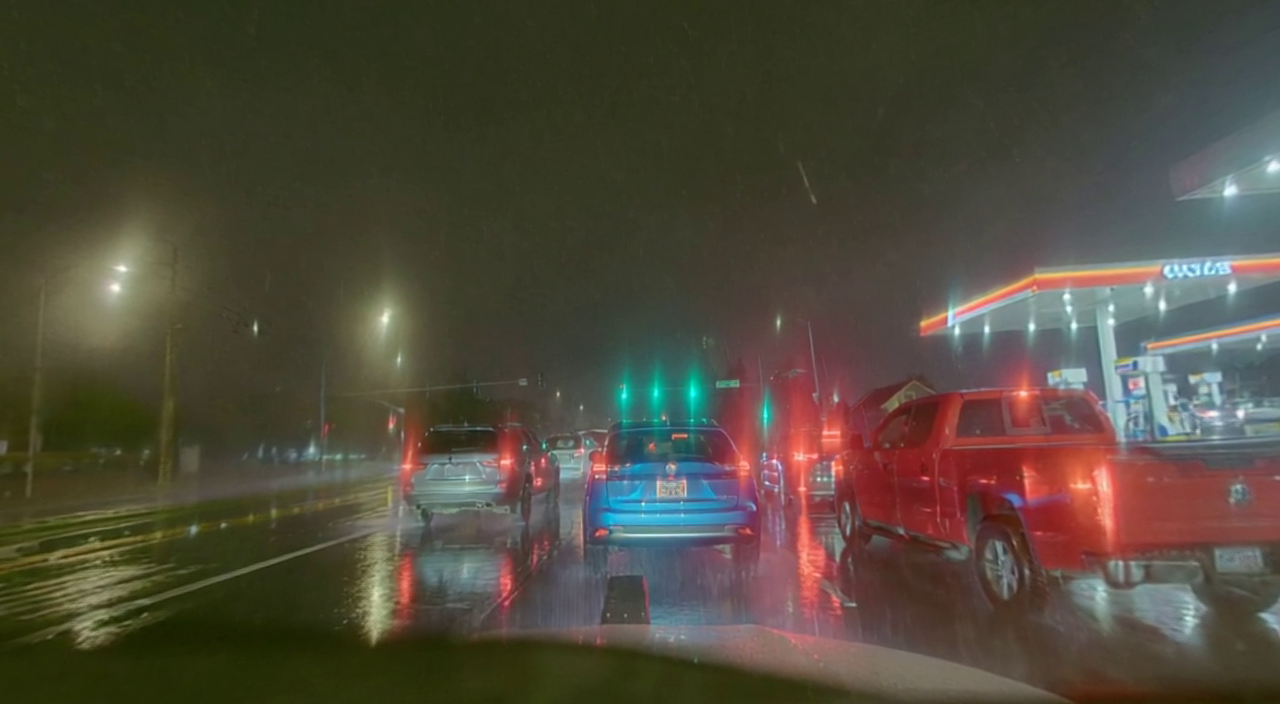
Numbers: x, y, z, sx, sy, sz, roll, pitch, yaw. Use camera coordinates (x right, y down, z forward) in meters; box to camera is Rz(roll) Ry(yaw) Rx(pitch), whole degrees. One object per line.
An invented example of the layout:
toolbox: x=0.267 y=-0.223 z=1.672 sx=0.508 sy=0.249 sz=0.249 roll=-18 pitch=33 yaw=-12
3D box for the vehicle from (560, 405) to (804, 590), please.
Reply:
vehicle: x=0.363 y=1.611 z=7.779 sx=2.181 sy=1.650 sz=4.083 roll=0 pitch=-8 yaw=0

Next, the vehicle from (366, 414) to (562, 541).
vehicle: x=-2.710 y=2.051 z=10.913 sx=2.019 sy=1.731 sz=4.299 roll=0 pitch=-8 yaw=2

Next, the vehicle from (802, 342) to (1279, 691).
vehicle: x=3.405 y=1.261 z=6.115 sx=2.161 sy=1.868 sz=5.321 roll=0 pitch=-8 yaw=-1
